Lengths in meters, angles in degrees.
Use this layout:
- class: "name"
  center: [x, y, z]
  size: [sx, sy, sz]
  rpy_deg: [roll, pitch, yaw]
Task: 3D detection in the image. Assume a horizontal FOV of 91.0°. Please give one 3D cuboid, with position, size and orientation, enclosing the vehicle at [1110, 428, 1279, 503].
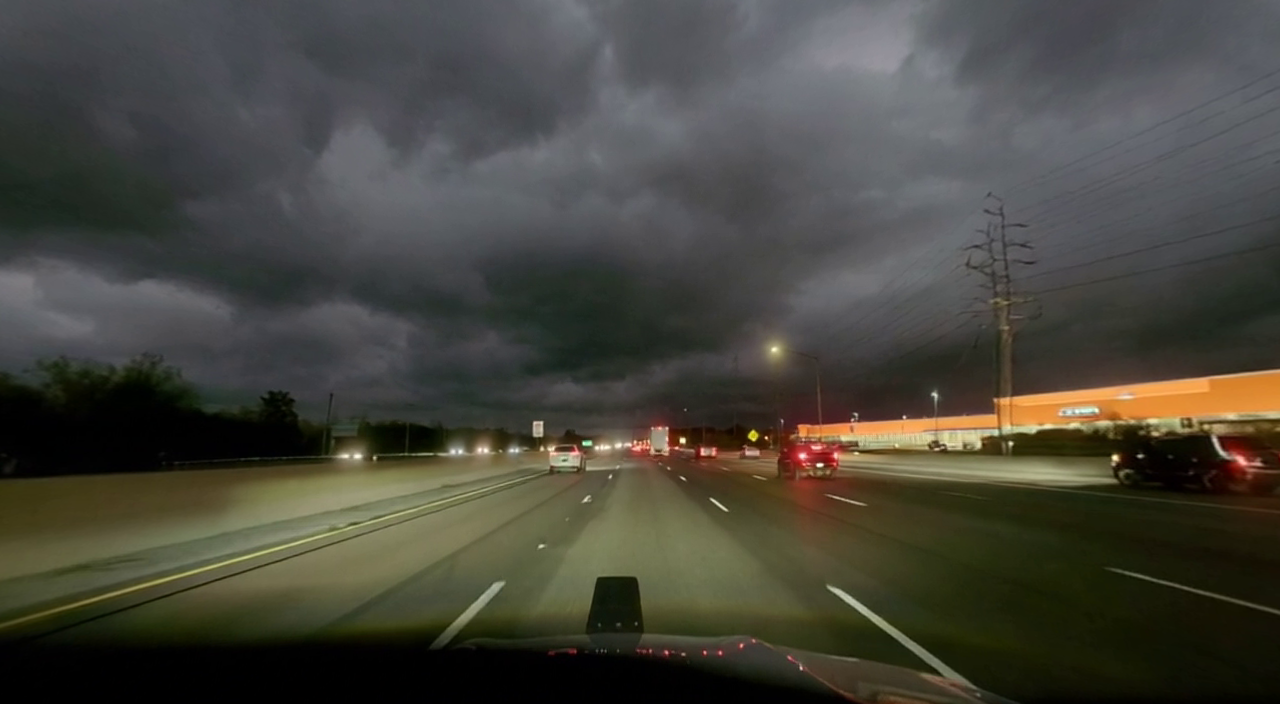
- class: "vehicle"
  center: [15.934, 3.083, 17.462]
  size: [2.201, 1.785, 4.399]
  rpy_deg: [1, -9, -3]

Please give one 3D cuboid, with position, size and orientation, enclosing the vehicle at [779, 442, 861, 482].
- class: "vehicle"
  center: [7.321, 4.491, 26.076]
  size: [1.980, 1.501, 4.433]
  rpy_deg: [0, -8, -2]

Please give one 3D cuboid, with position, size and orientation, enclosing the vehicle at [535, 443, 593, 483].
- class: "vehicle"
  center: [-3.058, 4.541, 26.137]
  size: [1.929, 1.521, 4.097]
  rpy_deg: [0, -8, 0]
